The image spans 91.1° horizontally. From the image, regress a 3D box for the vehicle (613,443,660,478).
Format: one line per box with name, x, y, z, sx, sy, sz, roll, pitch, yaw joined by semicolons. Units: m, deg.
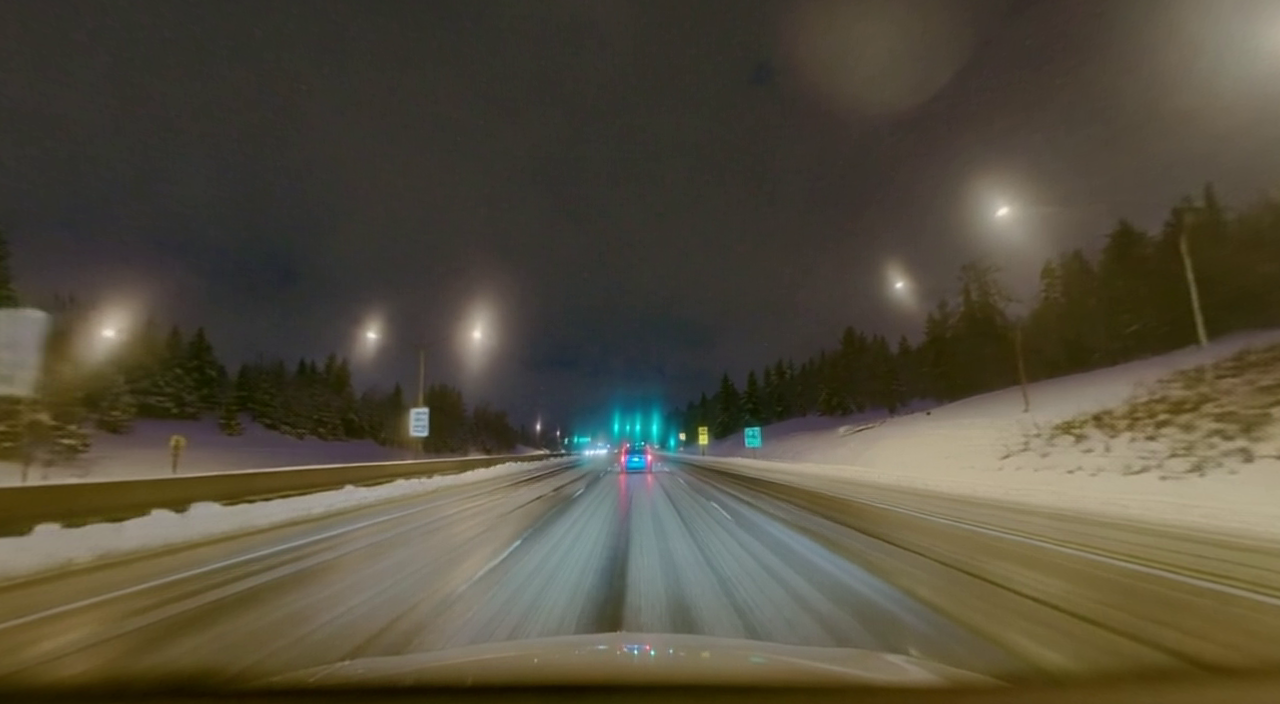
vehicle;-0.189;5.081;29.550;2.055;1.501;4.321;0;-9;-1
